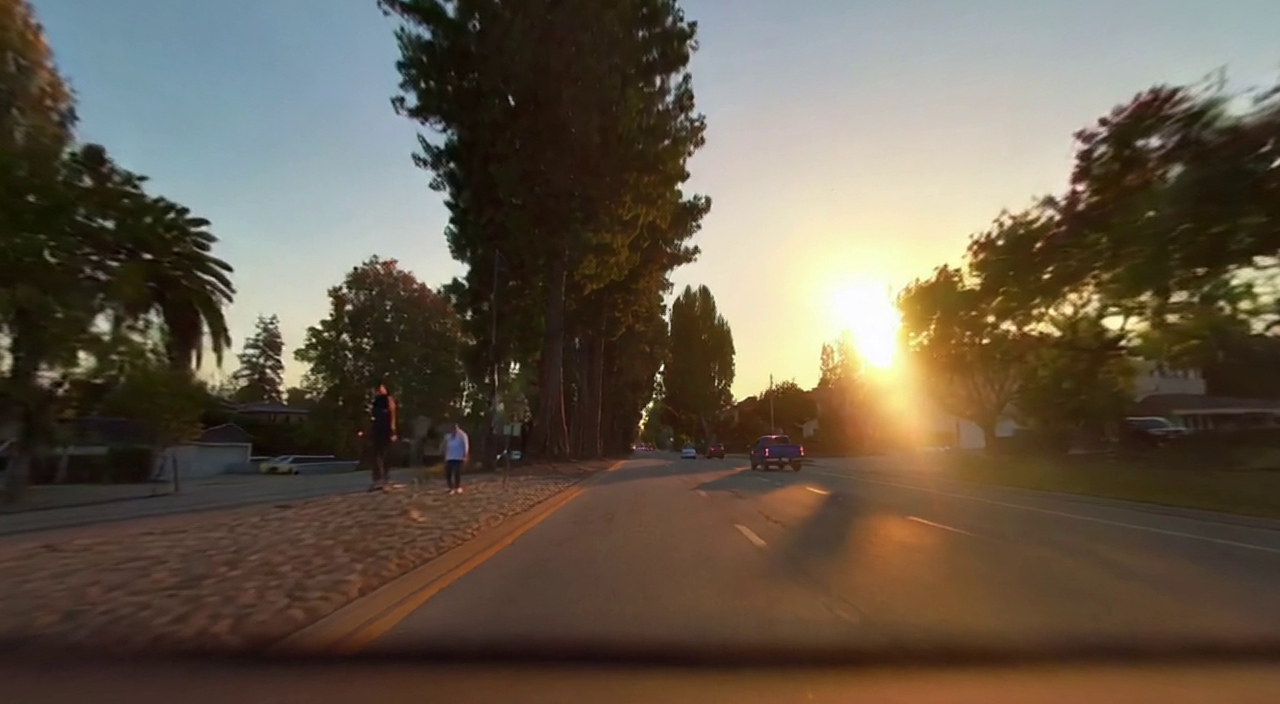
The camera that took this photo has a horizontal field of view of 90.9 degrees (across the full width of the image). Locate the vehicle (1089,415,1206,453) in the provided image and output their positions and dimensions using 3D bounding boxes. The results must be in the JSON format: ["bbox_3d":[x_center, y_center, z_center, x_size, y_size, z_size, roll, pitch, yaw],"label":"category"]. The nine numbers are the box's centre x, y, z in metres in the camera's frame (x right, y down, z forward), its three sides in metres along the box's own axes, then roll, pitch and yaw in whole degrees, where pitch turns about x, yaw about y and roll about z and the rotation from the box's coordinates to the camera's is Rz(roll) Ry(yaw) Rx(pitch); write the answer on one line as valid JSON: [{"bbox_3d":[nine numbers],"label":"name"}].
[{"bbox_3d":[25.696,4.237,32.182,1.991,1.759,4.963,0,-9,3],"label":"vehicle"}]

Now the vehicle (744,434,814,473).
[{"bbox_3d":[6.890,5.099,31.921,2.262,1.769,5.666,0,-8,0],"label":"vehicle"}]
